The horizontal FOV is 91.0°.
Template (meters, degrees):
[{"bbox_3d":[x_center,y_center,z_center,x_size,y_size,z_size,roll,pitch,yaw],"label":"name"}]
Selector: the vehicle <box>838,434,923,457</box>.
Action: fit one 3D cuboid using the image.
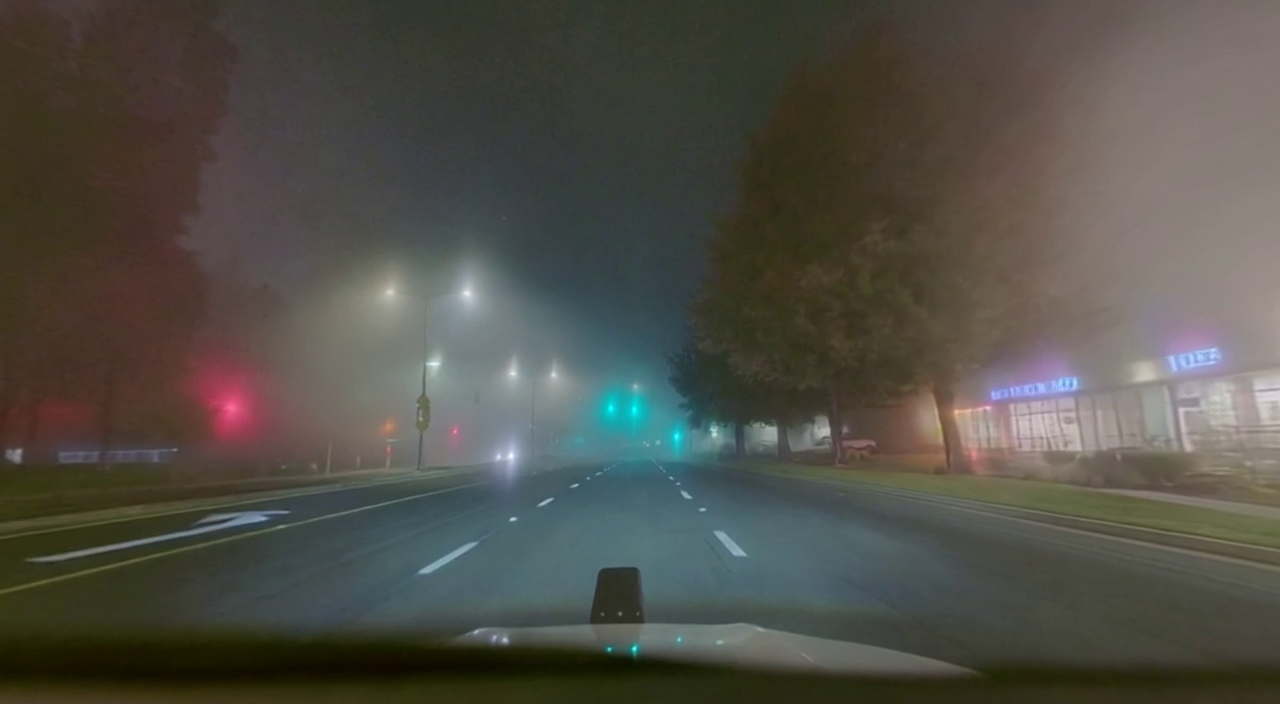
[{"bbox_3d":[16.339,6.394,42.924,4.960,1.505,1.941,0,-8,0],"label":"vehicle"}]
